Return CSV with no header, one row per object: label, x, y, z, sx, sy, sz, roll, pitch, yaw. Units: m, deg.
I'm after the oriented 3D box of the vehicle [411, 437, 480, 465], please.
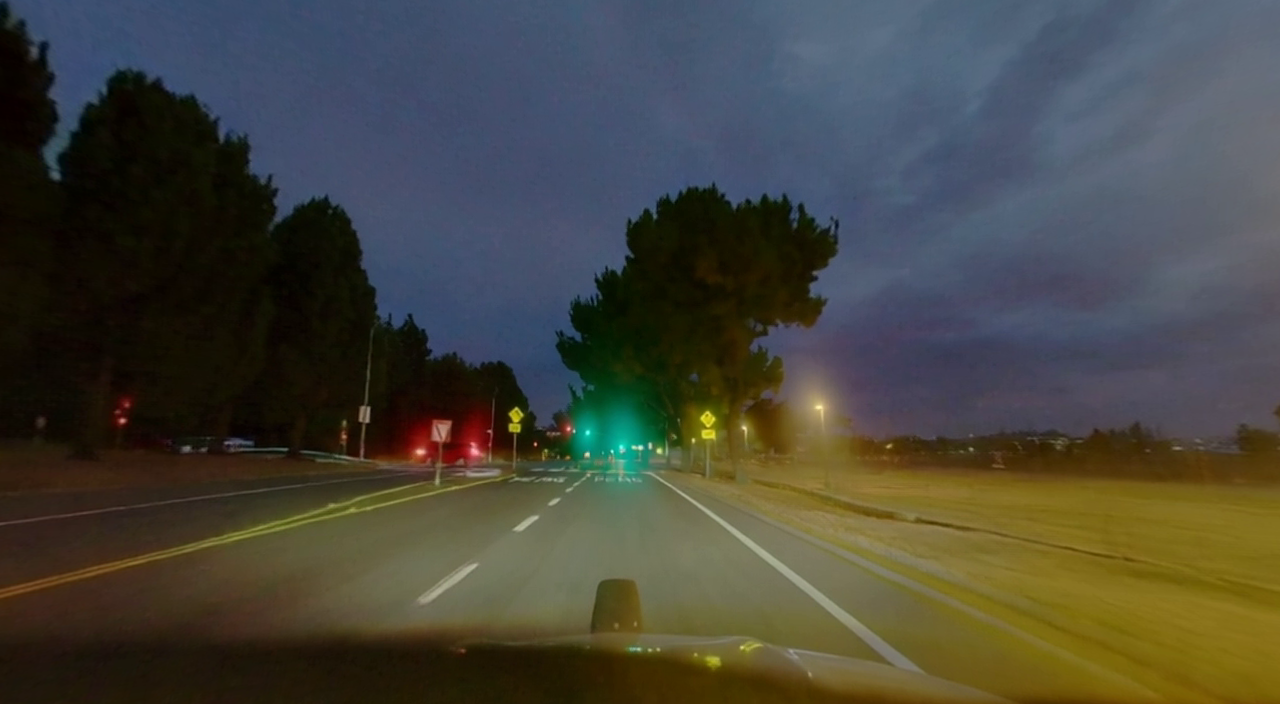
vehicle,-14.667,7.478,47.656,4.529,1.976,2.002,8,-12,-42
